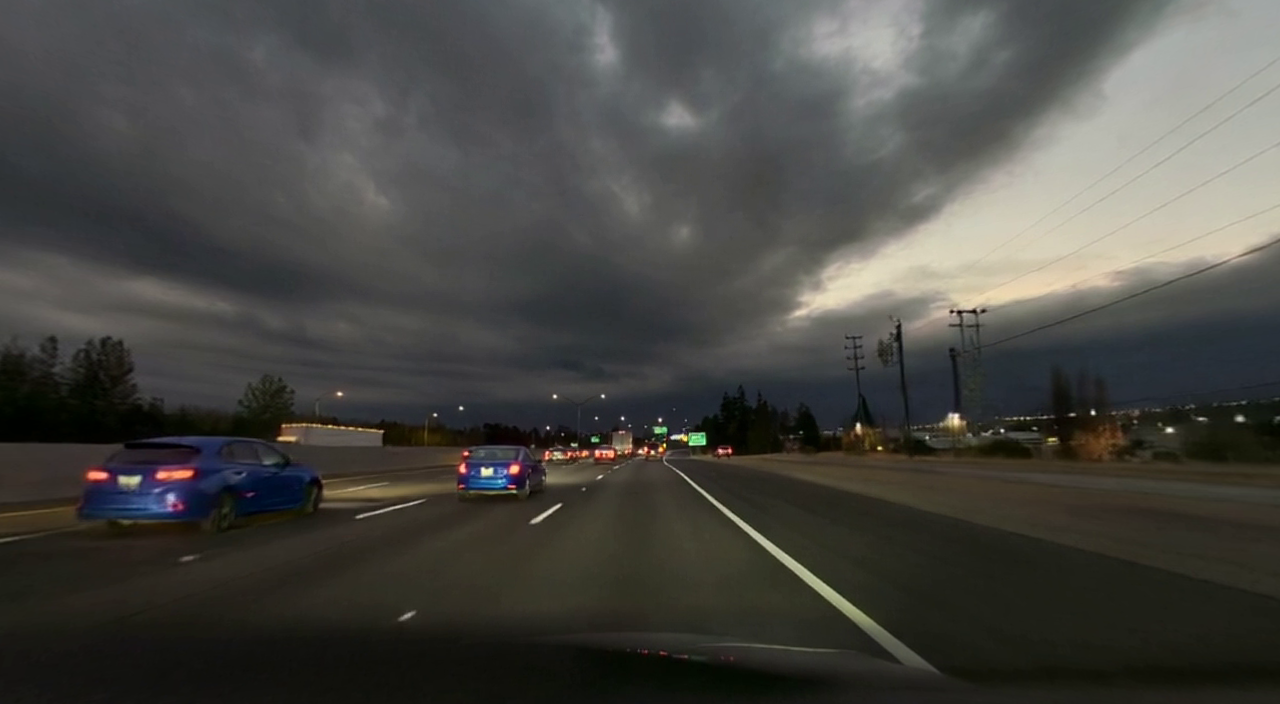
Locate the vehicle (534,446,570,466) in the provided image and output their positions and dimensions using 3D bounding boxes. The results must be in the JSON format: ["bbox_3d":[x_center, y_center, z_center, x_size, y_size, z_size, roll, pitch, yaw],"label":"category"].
[{"bbox_3d":[-6.777,8.052,49.106,1.961,1.442,4.321,-1,-8,3],"label":"vehicle"}]

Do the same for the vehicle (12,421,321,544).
[{"bbox_3d":[-7.673,2.124,10.952,1.970,1.682,4.297,0,-8,1],"label":"vehicle"}]

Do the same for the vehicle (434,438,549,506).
[{"bbox_3d":[-3.592,2.950,15.963,1.953,1.511,3.704,0,-8,1],"label":"vehicle"}]
